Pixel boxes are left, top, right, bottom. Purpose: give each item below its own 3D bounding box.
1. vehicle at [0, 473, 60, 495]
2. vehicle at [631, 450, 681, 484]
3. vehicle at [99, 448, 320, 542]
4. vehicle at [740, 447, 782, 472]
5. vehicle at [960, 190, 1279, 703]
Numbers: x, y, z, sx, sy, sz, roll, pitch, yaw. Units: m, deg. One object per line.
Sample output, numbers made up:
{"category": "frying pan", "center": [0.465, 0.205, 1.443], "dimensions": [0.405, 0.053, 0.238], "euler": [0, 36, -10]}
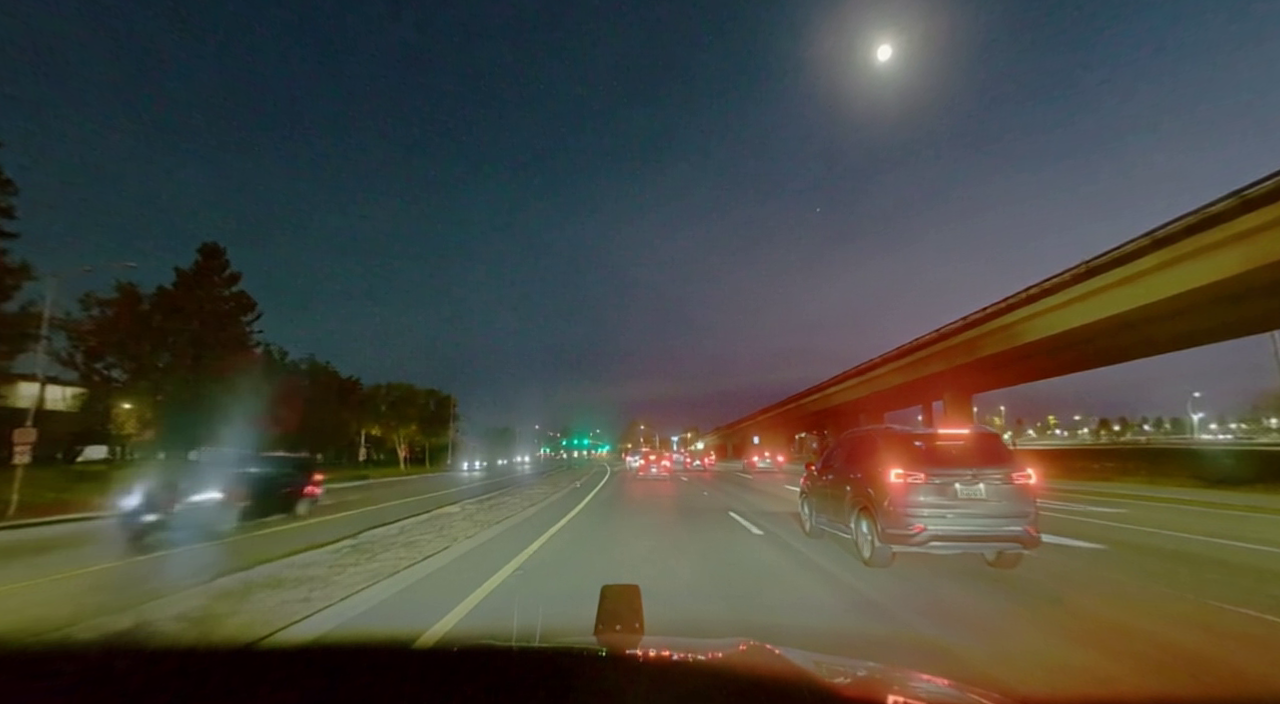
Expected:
{"category": "vehicle", "center": [-44.968, 9.611, 45.977], "dimensions": [3.685, 1.468, 1.662], "euler": [0, -9, -1]}
{"category": "vehicle", "center": [0.677, 5.003, 27.828], "dimensions": [2.027, 1.341, 3.775], "euler": [0, -8, 1]}
{"category": "vehicle", "center": [-8.742, 2.867, 13.334], "dimensions": [1.897, 1.663, 3.838], "euler": [0, -8, 0]}
{"category": "vehicle", "center": [7.626, 6.840, 40.254], "dimensions": [1.890, 1.478, 4.093], "euler": [0, -8, 0]}
{"category": "vehicle", "center": [3.523, 0.556, 1.833], "dimensions": [2.588, 2.321, 4.927], "euler": [0, -8, 1]}
